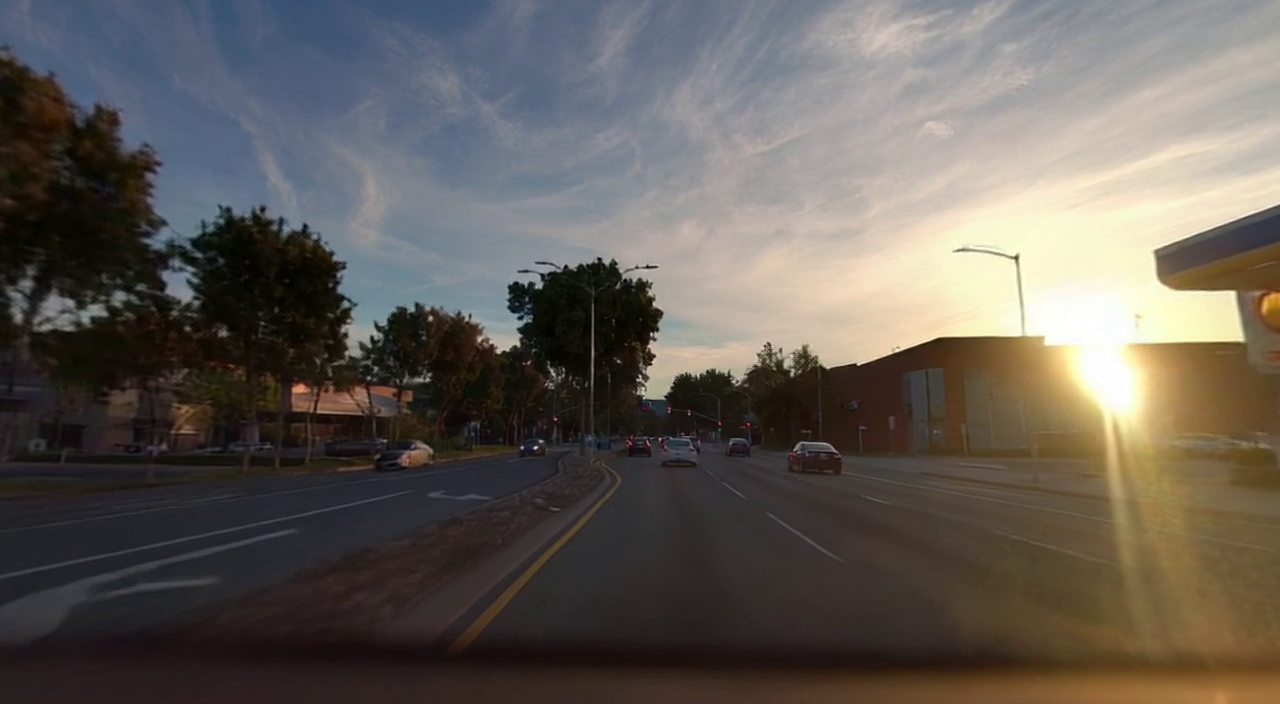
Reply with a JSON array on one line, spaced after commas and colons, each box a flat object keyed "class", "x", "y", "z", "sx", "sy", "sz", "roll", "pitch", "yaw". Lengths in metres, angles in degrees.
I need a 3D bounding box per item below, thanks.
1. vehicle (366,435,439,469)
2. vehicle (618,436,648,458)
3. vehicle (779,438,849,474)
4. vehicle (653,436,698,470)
[{"class": "vehicle", "x": -13.518, "y": 5.716, "z": 36.124, "sx": 2.022, "sy": 1.787, "sz": 5.262, "roll": 0, "pitch": -8, "yaw": 1}, {"class": "vehicle", "x": -0.578, "y": 7.143, "z": 47.282, "sx": 2.074, "sy": 1.575, "sz": 4.326, "roll": 0, "pitch": -8, "yaw": -3}, {"class": "vehicle", "x": 7.795, "y": 4.673, "z": 28.530, "sx": 1.918, "sy": 1.484, "sz": 4.456, "roll": 0, "pitch": -8, "yaw": 0}, {"class": "vehicle", "x": 1.637, "y": 4.807, "z": 30.103, "sx": 1.971, "sy": 1.479, "sz": 4.493, "roll": 0, "pitch": -8, "yaw": 1}]
